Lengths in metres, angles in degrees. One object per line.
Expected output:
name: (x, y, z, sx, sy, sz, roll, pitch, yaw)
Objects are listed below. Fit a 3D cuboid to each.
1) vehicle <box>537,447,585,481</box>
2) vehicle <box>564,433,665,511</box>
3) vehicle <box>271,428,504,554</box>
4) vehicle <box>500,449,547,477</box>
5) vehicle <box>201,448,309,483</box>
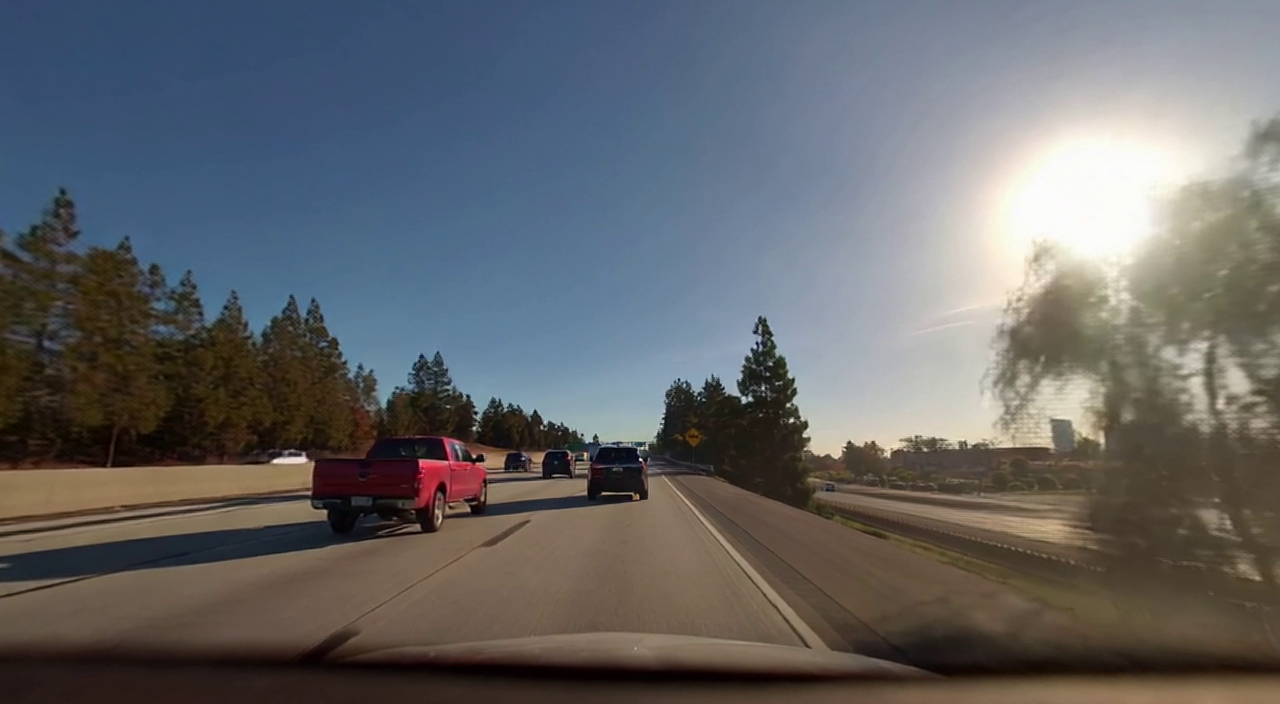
vehicle: (-4.349, 6.211, 35.420, 1.991, 1.776, 4.333, 0, -8, 1)
vehicle: (-0.543, 3.059, 16.606, 2.293, 1.753, 4.380, 0, -8, 1)
vehicle: (-4.026, 2.284, 11.294, 2.038, 1.704, 5.181, 0, -8, 0)
vehicle: (-7.738, 7.384, 42.292, 2.115, 1.705, 4.843, 0, -8, 1)
vehicle: (-21.509, 6.305, 35.658, 2.341, 1.768, 5.792, 0, -8, 1)
